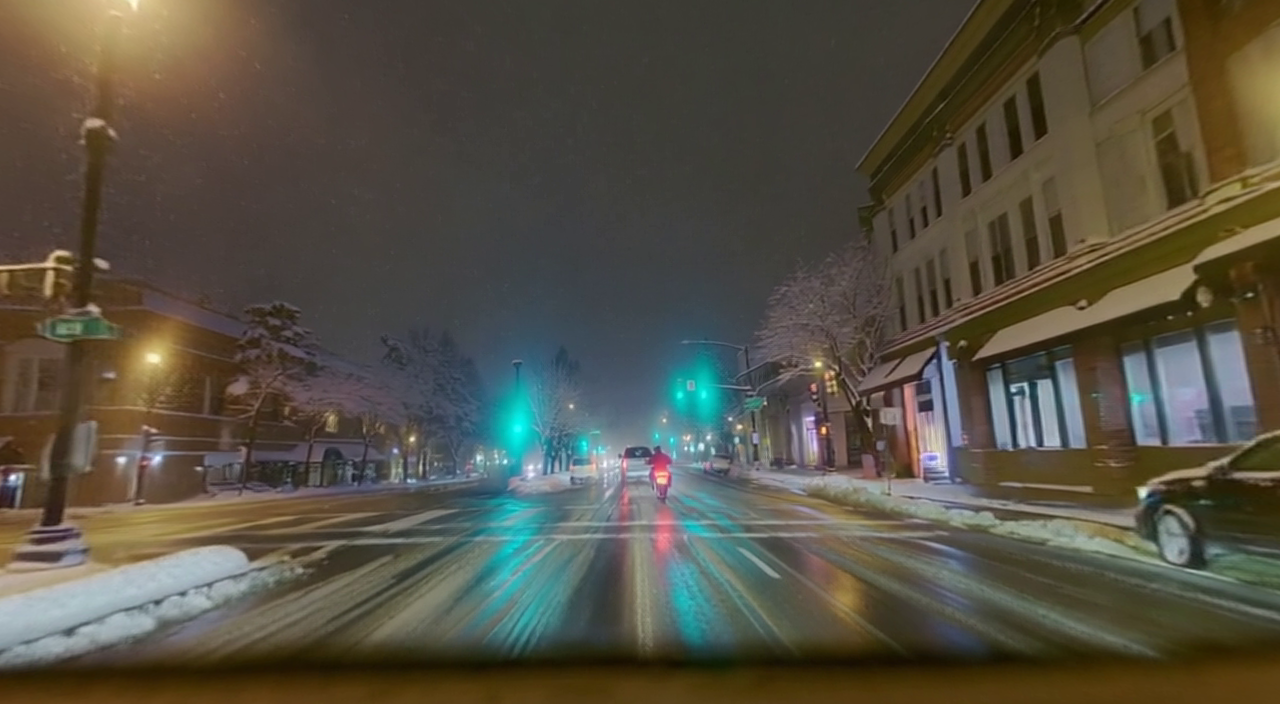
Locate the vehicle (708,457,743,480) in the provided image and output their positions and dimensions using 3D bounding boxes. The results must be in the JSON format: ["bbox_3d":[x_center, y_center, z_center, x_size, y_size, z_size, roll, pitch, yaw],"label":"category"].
[{"bbox_3d":[6.688,9.121,49.652,2.069,1.590,4.066,0,-9,-1],"label":"vehicle"}]

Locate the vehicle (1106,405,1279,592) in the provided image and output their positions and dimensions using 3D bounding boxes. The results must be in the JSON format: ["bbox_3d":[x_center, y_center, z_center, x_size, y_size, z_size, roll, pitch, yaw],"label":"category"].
[{"bbox_3d":[7.161,1.331,5.642,2.018,1.772,4.968,0,-9,-2],"label":"vehicle"}]

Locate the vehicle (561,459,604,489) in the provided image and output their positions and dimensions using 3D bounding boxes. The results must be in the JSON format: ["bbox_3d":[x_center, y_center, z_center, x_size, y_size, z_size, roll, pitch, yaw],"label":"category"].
[{"bbox_3d":[-3.143,6.747,35.296,2.014,1.470,4.552,0,-9,-1],"label":"vehicle"}]

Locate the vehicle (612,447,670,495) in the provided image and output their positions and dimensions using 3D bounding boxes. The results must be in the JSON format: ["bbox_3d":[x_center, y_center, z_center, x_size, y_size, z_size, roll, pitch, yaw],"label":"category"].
[{"bbox_3d":[-0.040,4.905,26.464,2.223,1.775,4.250,0,-9,-2],"label":"vehicle"}]
